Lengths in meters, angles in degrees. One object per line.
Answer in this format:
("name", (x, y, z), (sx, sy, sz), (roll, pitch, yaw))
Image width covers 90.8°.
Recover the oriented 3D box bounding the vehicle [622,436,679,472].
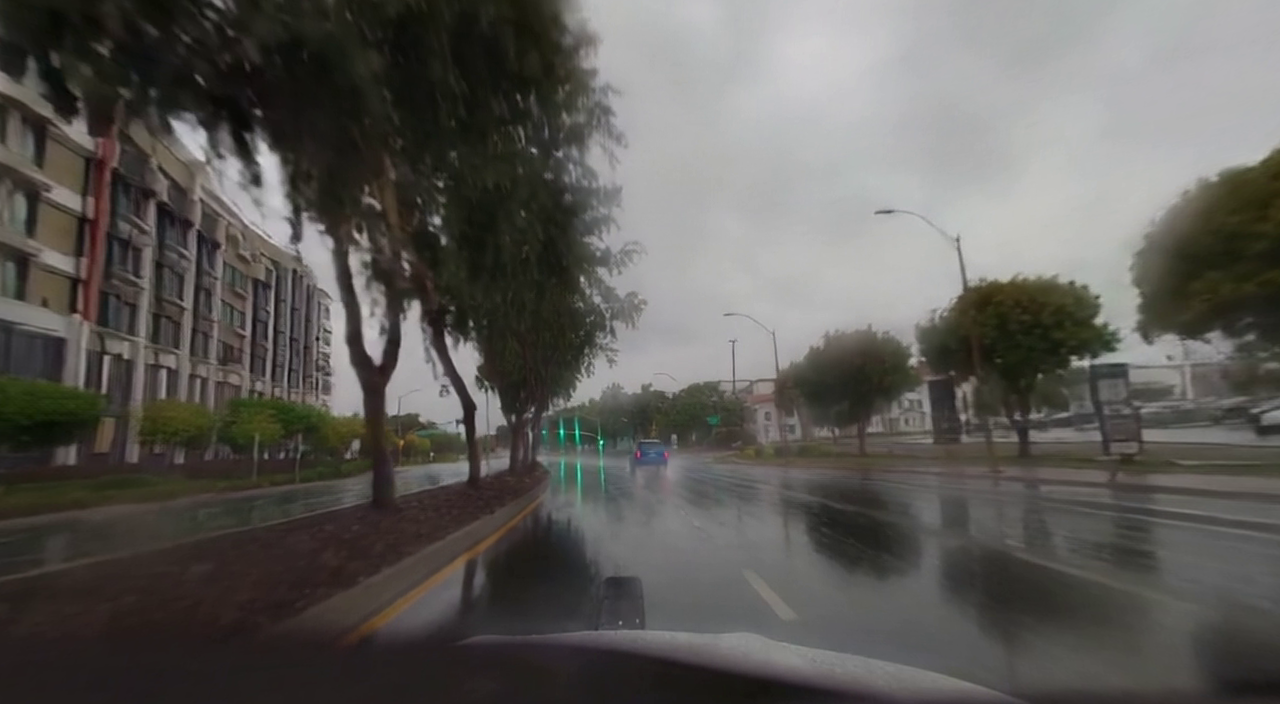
("vehicle", (0.420, 5.005, 31.229), (2.165, 1.633, 4.381), (1, -8, -8))
